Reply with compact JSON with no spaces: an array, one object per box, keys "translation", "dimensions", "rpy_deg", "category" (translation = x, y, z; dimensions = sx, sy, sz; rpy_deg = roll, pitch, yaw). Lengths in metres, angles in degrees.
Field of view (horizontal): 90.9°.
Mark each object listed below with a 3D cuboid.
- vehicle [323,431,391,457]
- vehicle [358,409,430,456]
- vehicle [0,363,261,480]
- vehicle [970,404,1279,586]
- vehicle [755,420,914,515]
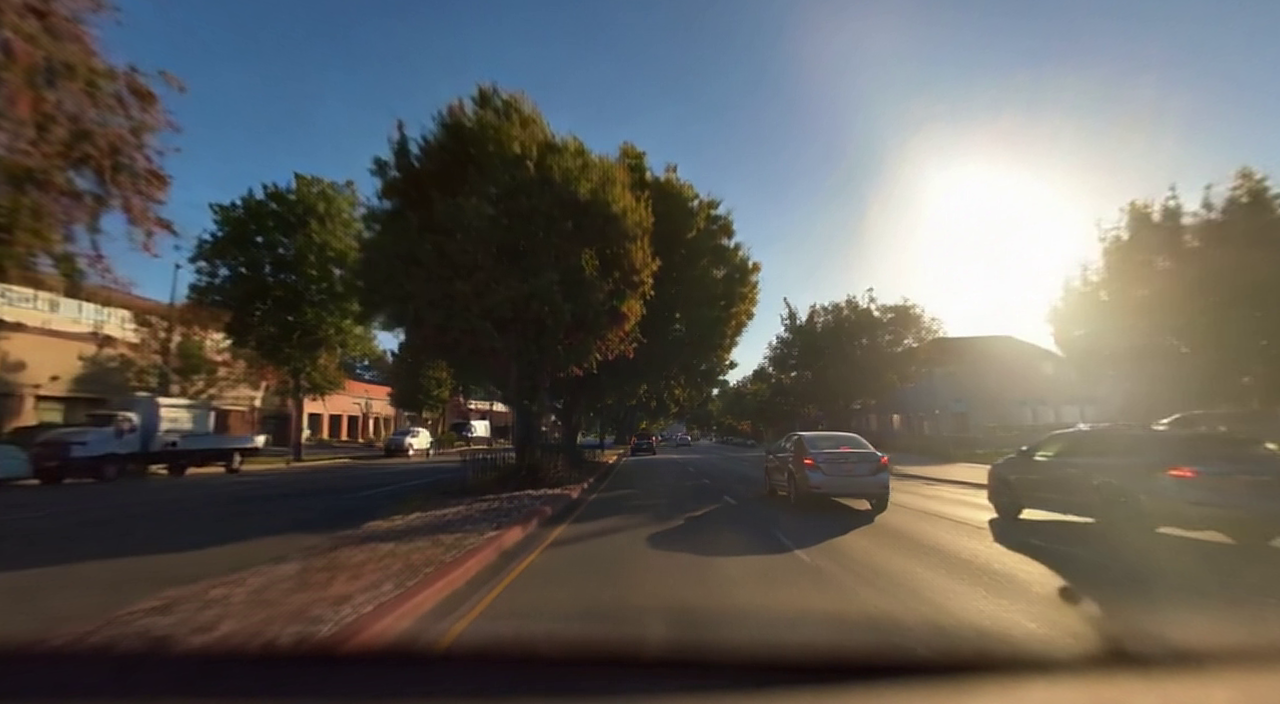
[{"translation":[-18.646,6.108,41.873],"dimensions":[2.015,1.647,5.085],"rpy_deg":[0,-8,2],"category":"vehicle"},{"translation":[-18.619,6.210,48.138],"dimensions":[2.811,3.326,6.083],"rpy_deg":[0,-8,2],"category":"vehicle"},{"translation":[-18.705,2.790,23.642],"dimensions":[2.935,3.431,9.380],"rpy_deg":[-2,-9,2],"category":"vehicle"},{"translation":[6.843,1.731,8.538],"dimensions":[2.134,1.738,4.833],"rpy_deg":[0,-8,0],"category":"vehicle"},{"translation":[3.796,2.332,13.161],"dimensions":[2.072,1.669,3.836],"rpy_deg":[0,-8,0],"category":"vehicle"}]
